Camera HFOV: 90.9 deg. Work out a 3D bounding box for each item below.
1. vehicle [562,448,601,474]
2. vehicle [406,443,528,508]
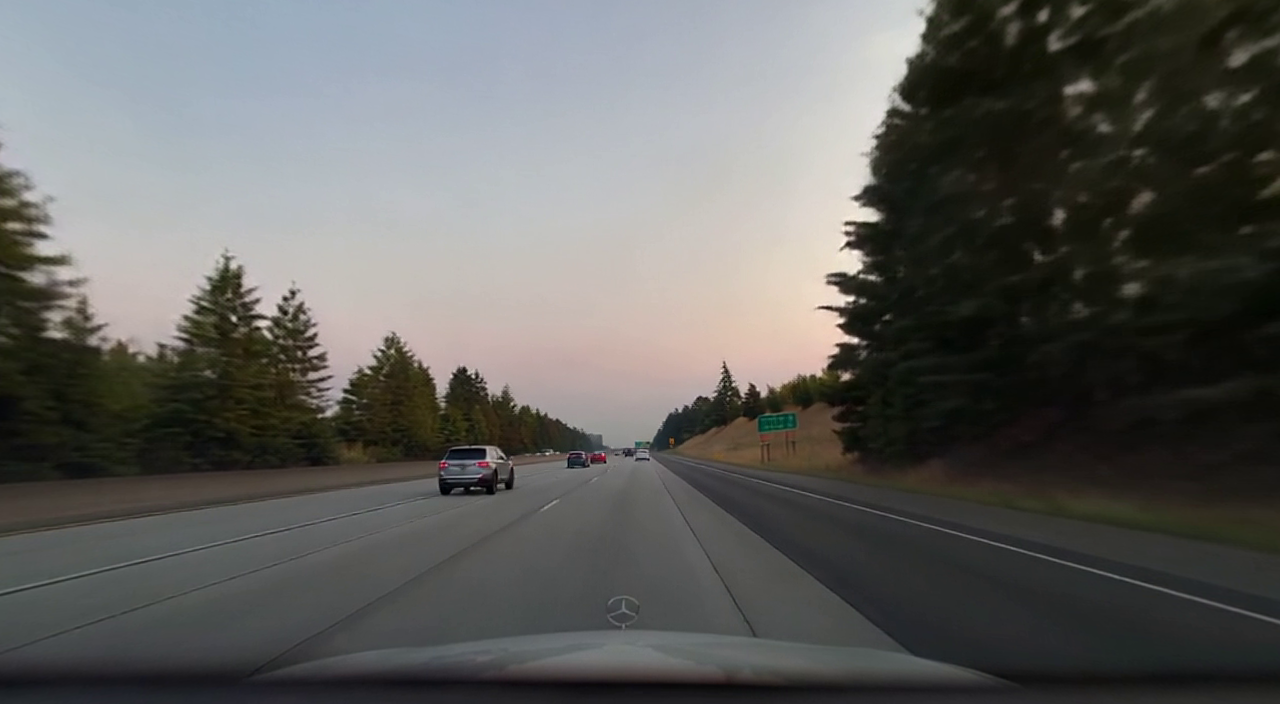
[{"bbox_3d":[-3.522,6.663,38.629,2.005,1.474,3.921,0,-9,1],"label":"vehicle"},{"bbox_3d":[-4.478,3.276,17.159,1.975,1.501,4.603,0,-9,1],"label":"vehicle"}]
